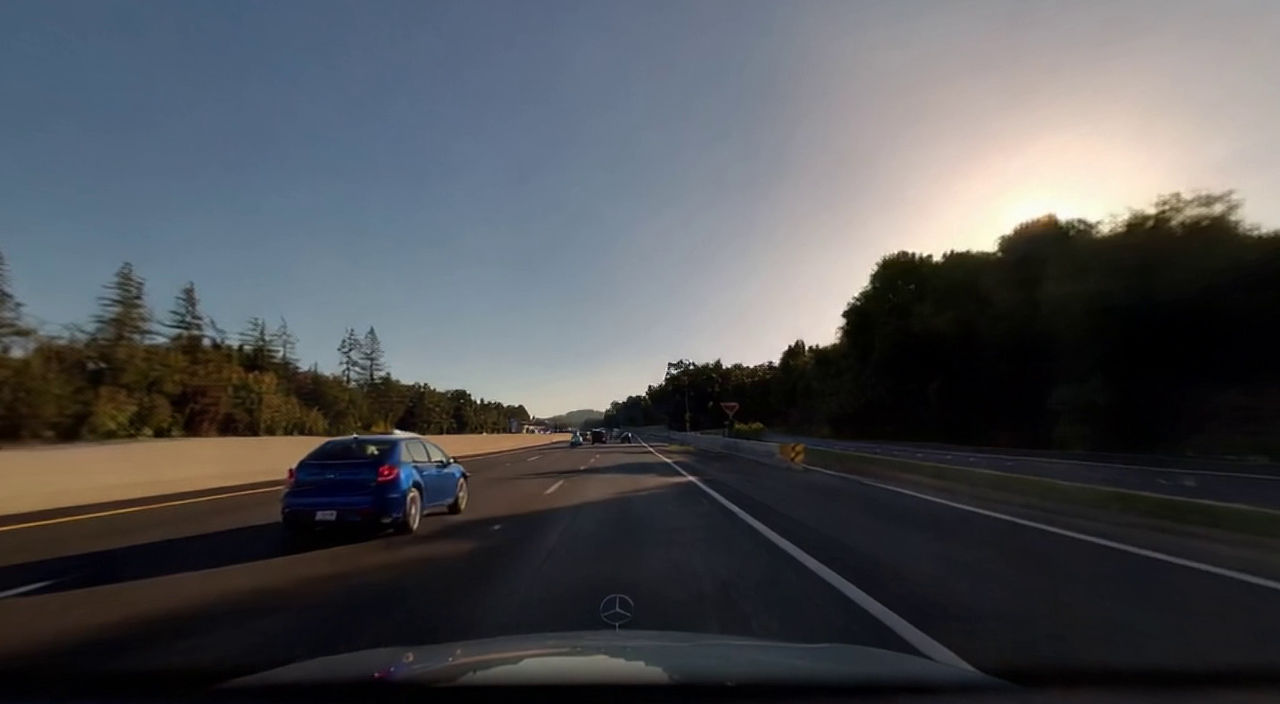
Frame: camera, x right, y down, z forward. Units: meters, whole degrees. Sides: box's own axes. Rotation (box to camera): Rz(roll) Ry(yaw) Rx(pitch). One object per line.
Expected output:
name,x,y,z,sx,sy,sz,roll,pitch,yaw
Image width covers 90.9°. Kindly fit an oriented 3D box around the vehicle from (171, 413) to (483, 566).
vehicle,-3.686,1.668,8.543,2.026,1.517,4.325,0,-8,0
